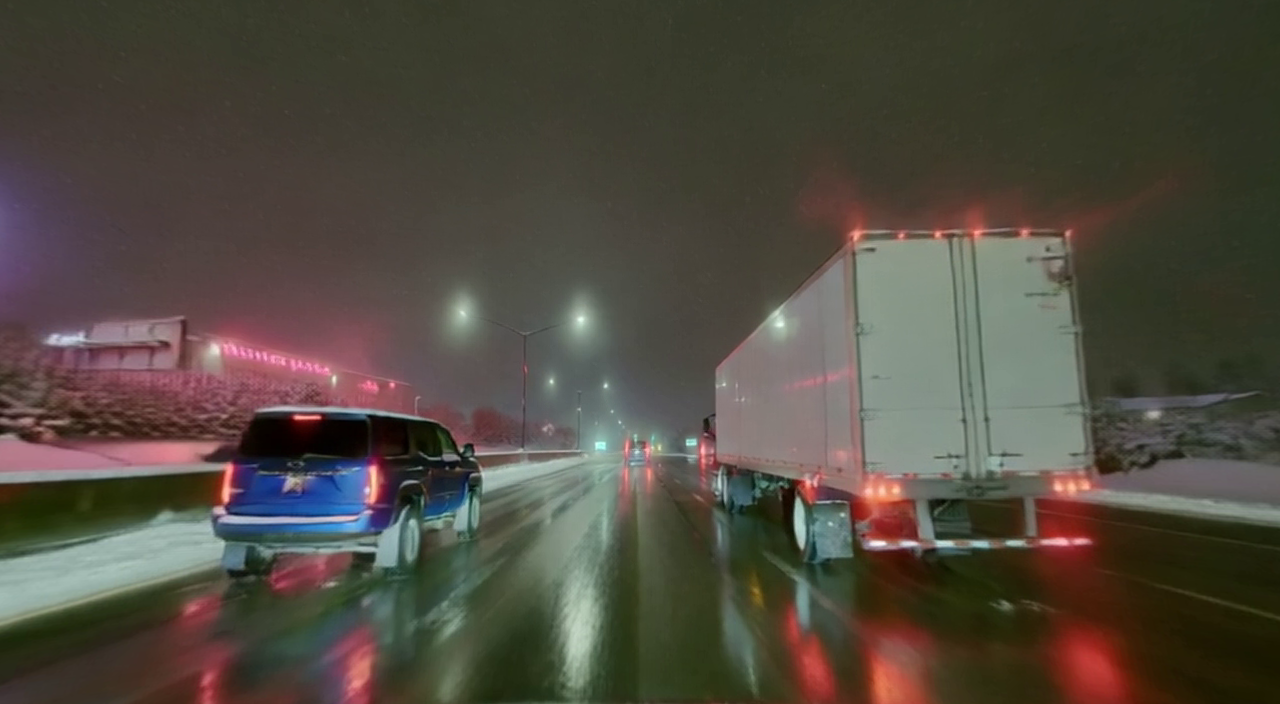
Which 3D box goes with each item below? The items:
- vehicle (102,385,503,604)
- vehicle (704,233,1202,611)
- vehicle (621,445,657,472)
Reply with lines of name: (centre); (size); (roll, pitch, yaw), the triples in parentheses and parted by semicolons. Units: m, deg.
vehicle: (-3.320, 1.531, 7.665); (2.229, 1.806, 4.698); (0, -8, 0)
vehicle: (3.242, 1.350, 11.026); (2.934, 3.325, 10.986); (0, -8, -1)
vehicle: (-0.072, 5.953, 35.590); (1.929, 1.395, 3.999); (0, -8, 0)
